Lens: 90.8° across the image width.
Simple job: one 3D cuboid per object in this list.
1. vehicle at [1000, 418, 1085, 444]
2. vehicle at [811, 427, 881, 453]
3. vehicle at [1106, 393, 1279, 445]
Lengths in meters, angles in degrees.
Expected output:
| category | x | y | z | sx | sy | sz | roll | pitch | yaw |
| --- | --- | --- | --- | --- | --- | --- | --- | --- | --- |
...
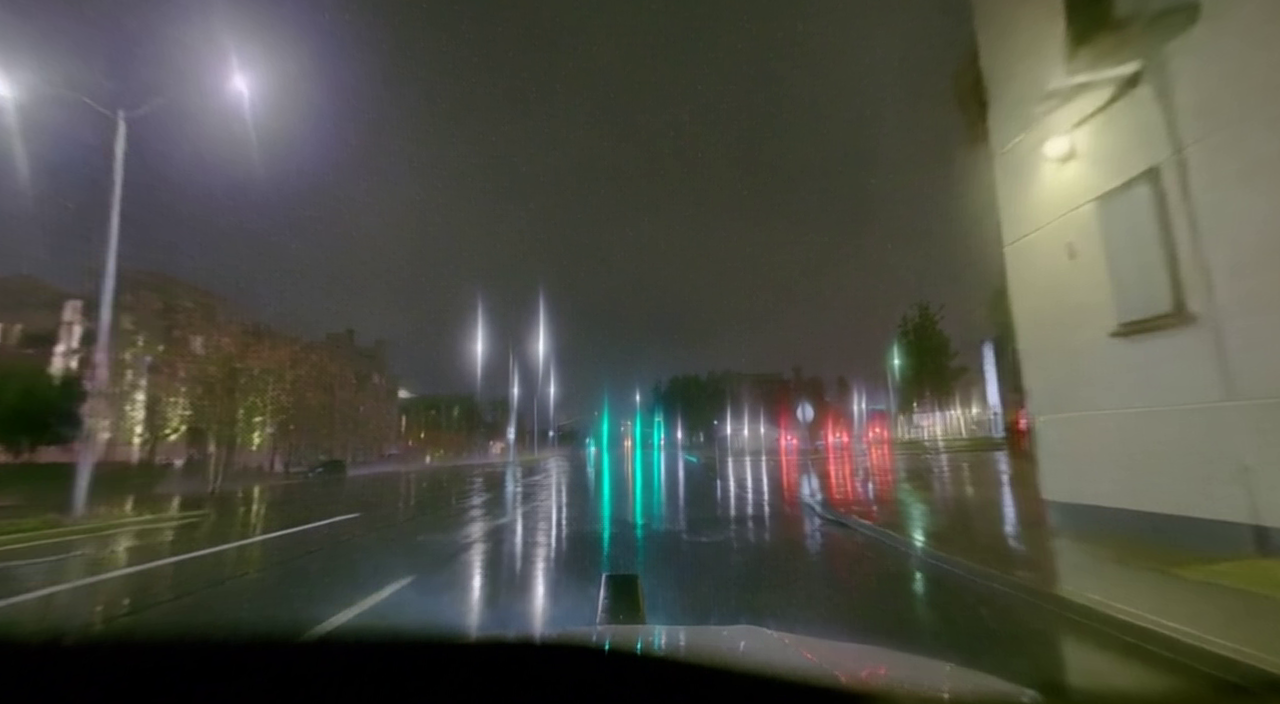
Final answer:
| category | x | y | z | sx | sy | sz | roll | pitch | yaw |
| --- | --- | --- | --- | --- | --- | --- | --- | --- | --- |
| vehicle | 30.148 | 5.888 | 47.423 | 4.934 | 1.910 | 2.165 | 0 | -6 | -3 |
| vehicle | 15.182 | 6.506 | 46.640 | 4.268 | 1.589 | 2.156 | -2 | -10 | -6 |
| vehicle | 22.207 | 2.689 | 25.328 | 5.135 | 1.964 | 2.402 | 0 | -6 | 0 |
